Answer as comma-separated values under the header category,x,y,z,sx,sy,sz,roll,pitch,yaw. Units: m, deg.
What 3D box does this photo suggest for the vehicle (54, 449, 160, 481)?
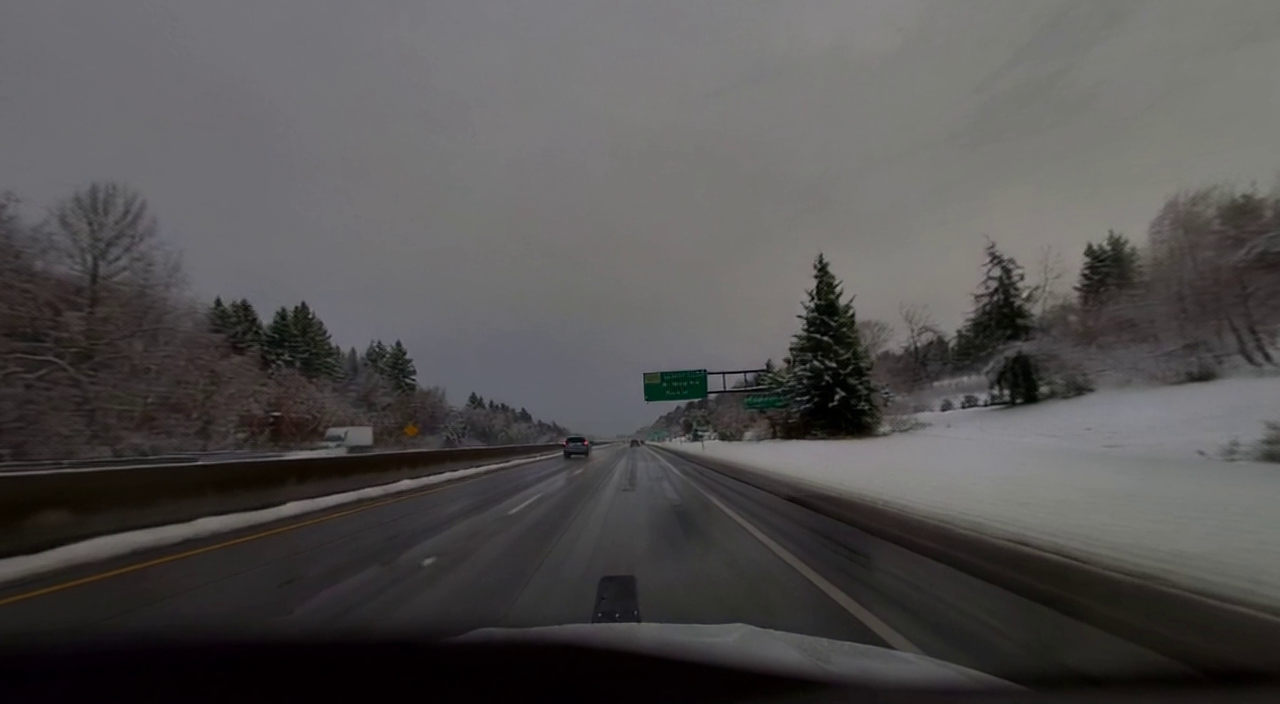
category,x,y,z,sx,sy,sz,roll,pitch,yaw
vehicle,-28.351,6.001,33.725,1.885,1.490,4.512,0,-8,-4

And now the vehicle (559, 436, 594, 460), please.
category,x,y,z,sx,sy,sz,roll,pitch,yaw
vehicle,-4.476,6.829,45.009,2.129,1.641,4.263,0,-8,0

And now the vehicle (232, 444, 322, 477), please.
category,x,y,z,sx,sy,sz,roll,pitch,yaw
vehicle,-18.247,5.429,31.912,1.867,1.465,4.491,0,-8,0
